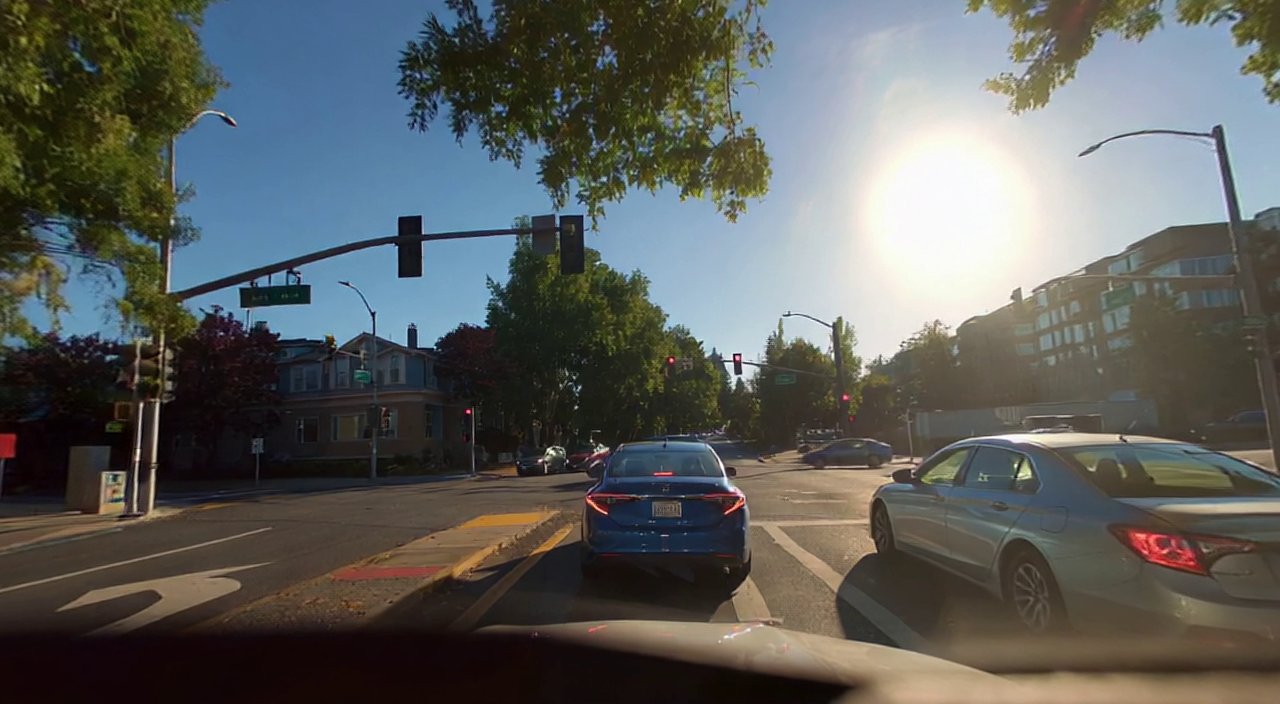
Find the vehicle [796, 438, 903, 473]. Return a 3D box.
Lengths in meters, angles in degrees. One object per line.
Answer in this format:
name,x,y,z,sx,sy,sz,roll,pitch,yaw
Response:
vehicle,9.573,4.712,28.975,4.229,1.490,1.854,1,-9,-11

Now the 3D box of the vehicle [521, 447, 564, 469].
vehicle,-6.942,7.585,45.282,2.093,1.476,4.278,-1,-9,4

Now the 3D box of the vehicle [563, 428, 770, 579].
vehicle,0.300,1.819,8.333,2.090,1.505,3.756,-1,-9,1

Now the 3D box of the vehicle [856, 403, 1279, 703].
vehicle,3.657,1.343,5.445,1.888,1.486,4.681,0,-9,-1
